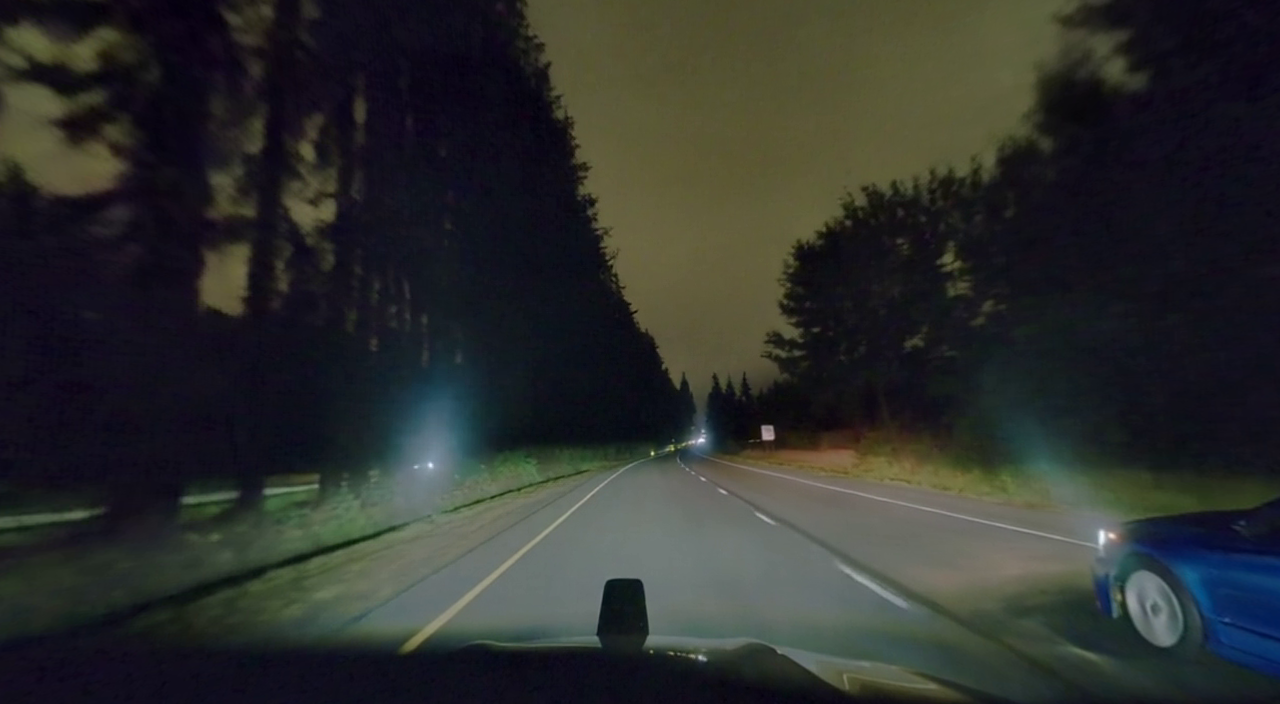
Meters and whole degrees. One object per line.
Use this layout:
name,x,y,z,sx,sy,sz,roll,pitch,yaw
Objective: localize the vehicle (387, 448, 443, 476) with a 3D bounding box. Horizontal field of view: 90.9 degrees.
vehicle,-15.475,7.602,43.728,2.010,1.801,4.777,0,-9,1
